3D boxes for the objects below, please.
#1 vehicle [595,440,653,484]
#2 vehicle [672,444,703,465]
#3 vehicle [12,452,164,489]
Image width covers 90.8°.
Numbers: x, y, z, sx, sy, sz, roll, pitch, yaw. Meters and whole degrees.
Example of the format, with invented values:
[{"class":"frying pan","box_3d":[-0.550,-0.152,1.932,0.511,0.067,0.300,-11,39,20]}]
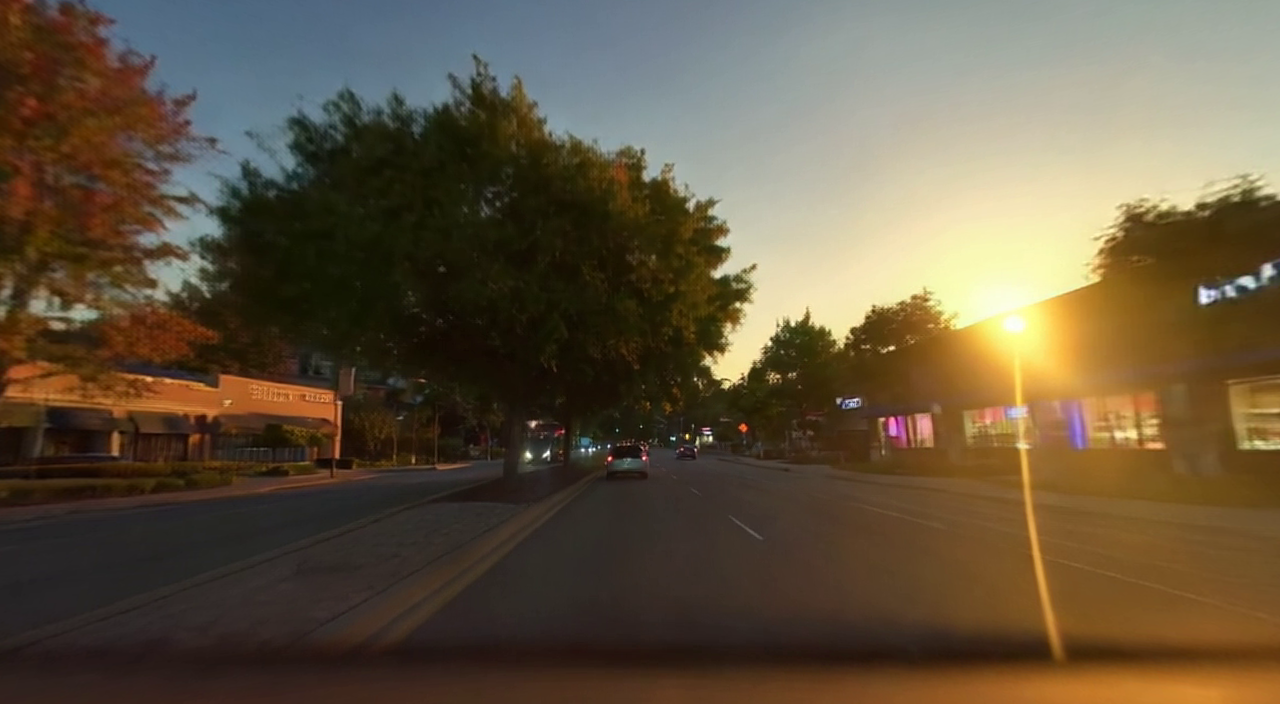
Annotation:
[{"class":"vehicle","box_3d":[-0.585,4.084,23.677,2.006,1.487,3.535,0,-9,-1]},{"class":"vehicle","box_3d":[3.502,7.622,47.282,1.910,1.474,4.003,0,-9,-2]},{"class":"vehicle","box_3d":[-23.189,4.981,26.689,4.472,1.412,1.891,0,-9,-3]}]
